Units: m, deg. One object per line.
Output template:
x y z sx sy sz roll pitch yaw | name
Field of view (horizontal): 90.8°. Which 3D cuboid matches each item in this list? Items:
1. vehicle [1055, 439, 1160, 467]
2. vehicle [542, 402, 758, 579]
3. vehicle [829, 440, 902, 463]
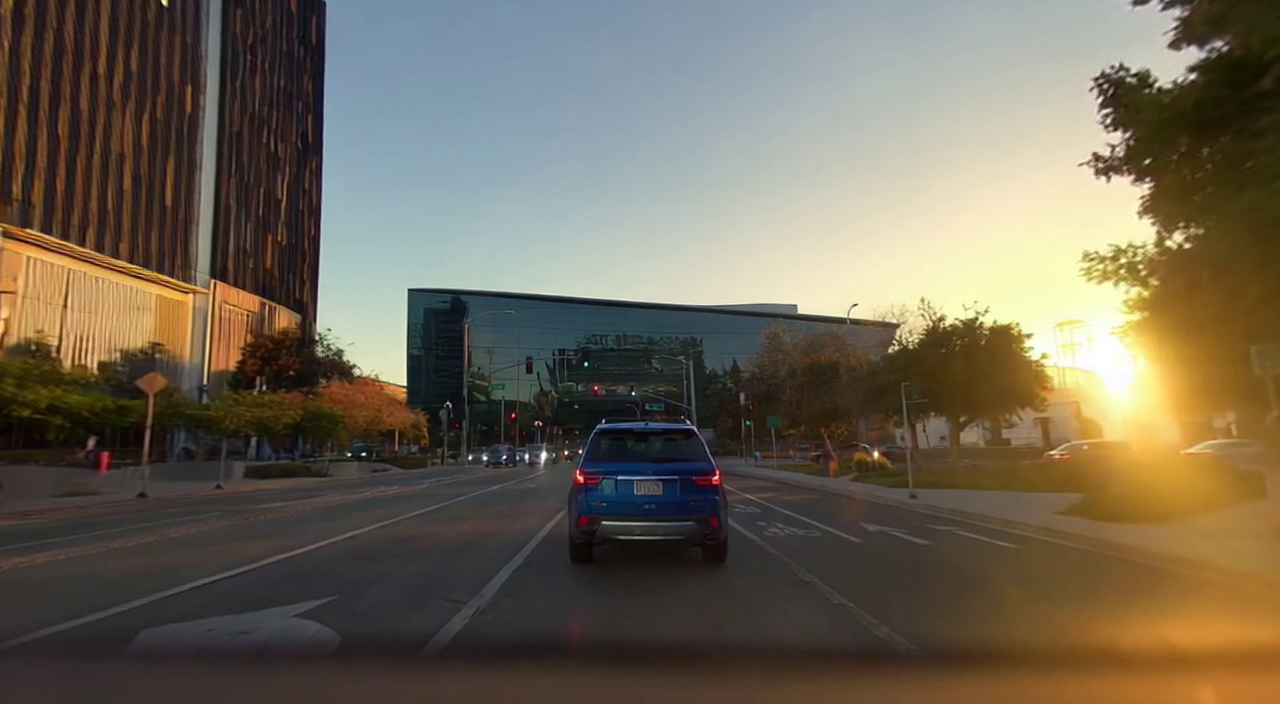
27.827 6.006 37.709 4.571 1.558 2.171 0 -8 -2 | vehicle
0.007 1.698 8.490 2.183 1.765 4.059 0 -8 -3 | vehicle
15.916 7.048 44.678 4.422 1.563 1.751 0 -8 -2 | vehicle
